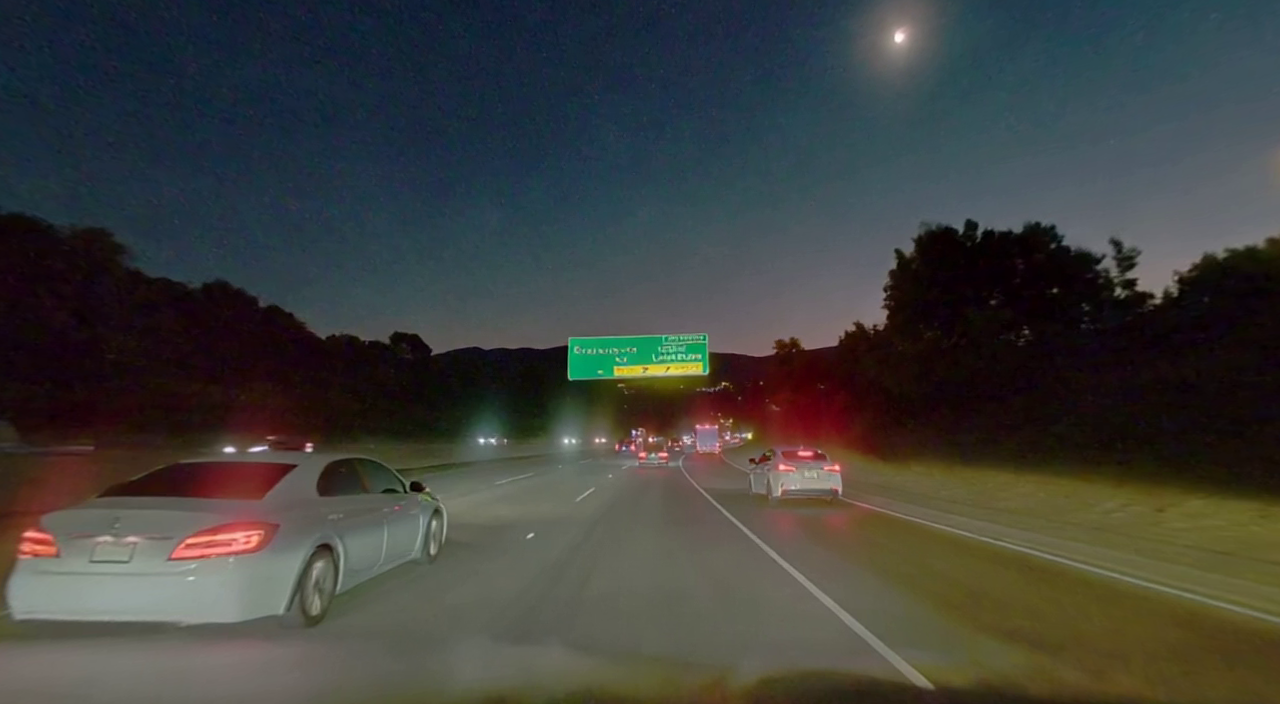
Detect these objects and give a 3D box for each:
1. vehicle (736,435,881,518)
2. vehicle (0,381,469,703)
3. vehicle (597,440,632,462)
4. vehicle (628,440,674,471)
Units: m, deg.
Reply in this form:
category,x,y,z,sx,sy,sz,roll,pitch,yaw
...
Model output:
category,x,y,z,sx,sy,sz,roll,pitch,yaw
vehicle,3.433,2.609,13.798,2.013,1.464,4.317,1,-8,1
vehicle,-2.833,1.161,4.028,2.031,1.491,4.792,0,-8,1
vehicle,-1.726,6.987,44.581,2.010,1.482,4.230,-1,-8,4
vehicle,0.610,5.298,32.398,2.202,1.467,3.929,-1,-8,2
